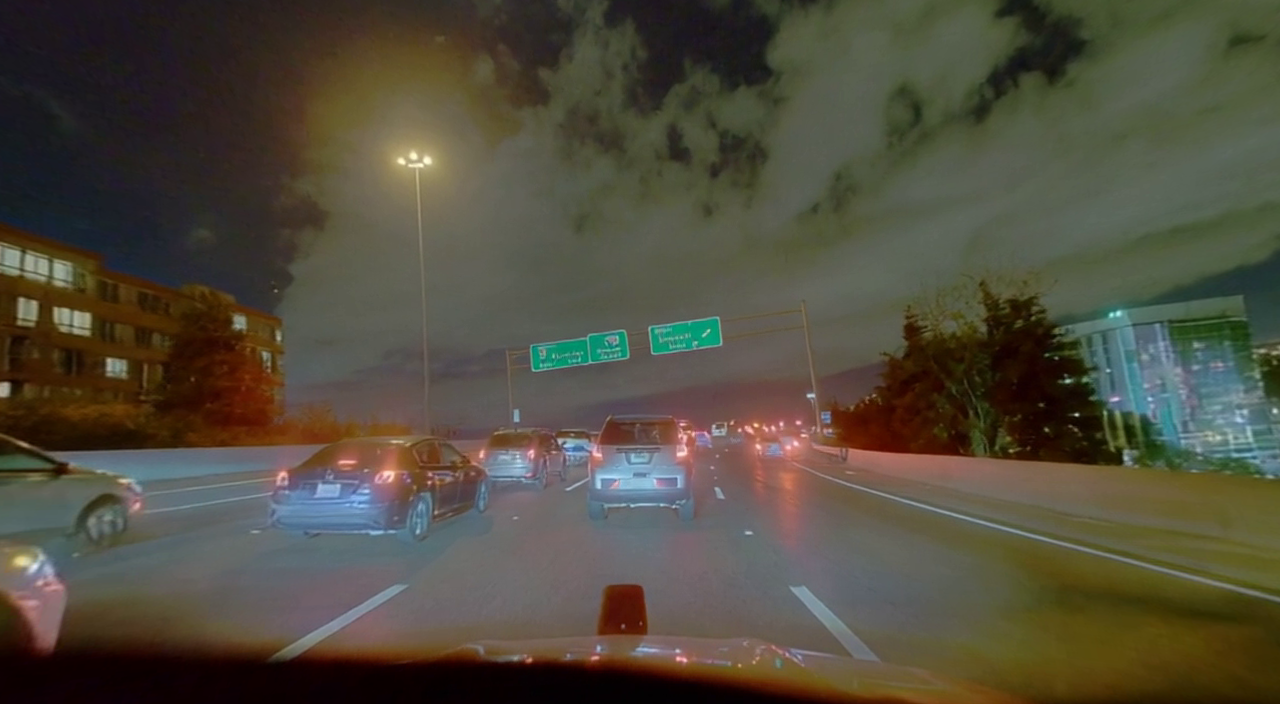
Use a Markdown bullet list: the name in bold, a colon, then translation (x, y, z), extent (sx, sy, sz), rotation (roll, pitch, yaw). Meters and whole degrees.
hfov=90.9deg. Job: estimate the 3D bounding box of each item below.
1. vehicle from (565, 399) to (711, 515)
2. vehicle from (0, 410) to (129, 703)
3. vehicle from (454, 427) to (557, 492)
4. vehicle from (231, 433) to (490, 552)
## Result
- **vehicle**: translation (0.020, 2.323, 14.325), extent (2.616, 2.063, 5.933), rotation (0, -9, 1)
- **vehicle**: translation (-3.777, 0.716, 0.799), extent (1.998, 1.494, 5.020), rotation (0, -9, 1)
- **vehicle**: translation (-3.931, 3.235, 19.287), extent (1.953, 1.729, 4.377), rotation (-1, -9, 4)
- **vehicle**: translation (-4.059, 2.096, 10.151), extent (2.087, 1.481, 4.225), rotation (0, -9, 2)
